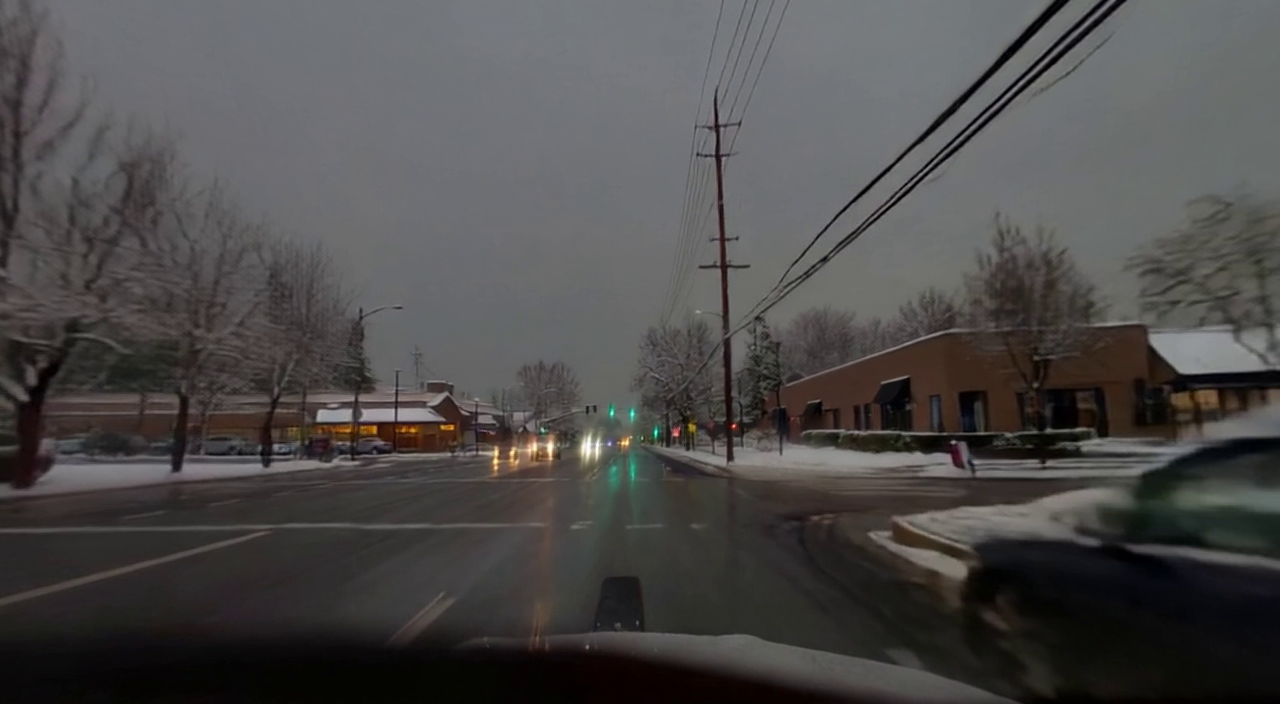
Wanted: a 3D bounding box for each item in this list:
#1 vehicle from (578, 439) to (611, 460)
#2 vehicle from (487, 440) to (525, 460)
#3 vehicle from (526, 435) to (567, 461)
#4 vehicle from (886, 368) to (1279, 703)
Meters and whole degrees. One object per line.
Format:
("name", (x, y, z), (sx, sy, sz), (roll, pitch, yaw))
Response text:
("vehicle", (-3.328, 7.221, 46.941), (2.122, 1.469, 4.388), (0, -8, 0))
("vehicle", (-10.441, 7.659, 49.581), (2.012, 1.429, 4.462), (0, -8, 0))
("vehicle", (-6.977, 7.159, 47.421), (2.322, 1.819, 4.651), (0, -8, 0))
("vehicle", (2.654, 0.795, 1.603), (2.034, 1.491, 4.618), (1, -8, -2))
